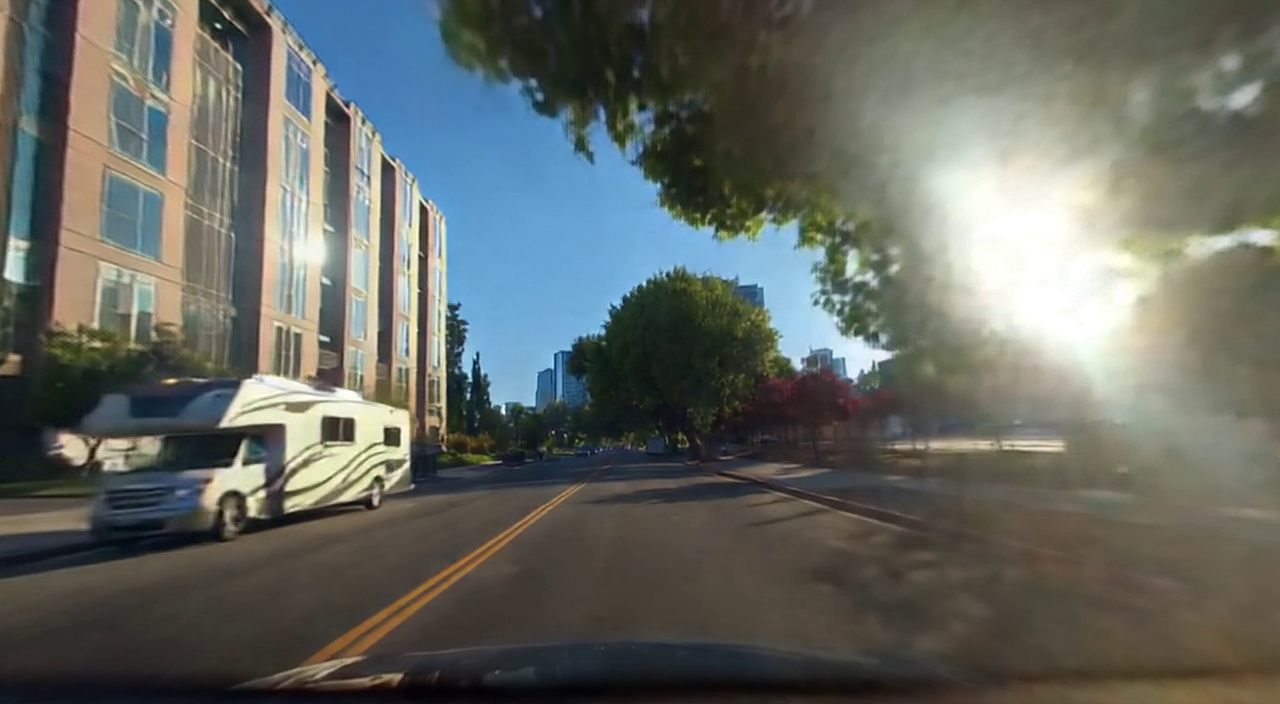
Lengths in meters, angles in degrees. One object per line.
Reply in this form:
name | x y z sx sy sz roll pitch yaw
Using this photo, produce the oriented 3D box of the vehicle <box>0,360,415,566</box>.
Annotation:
vehicle | -7.407 2.019 12.610 3.108 2.771 7.999 0 -7 -2
